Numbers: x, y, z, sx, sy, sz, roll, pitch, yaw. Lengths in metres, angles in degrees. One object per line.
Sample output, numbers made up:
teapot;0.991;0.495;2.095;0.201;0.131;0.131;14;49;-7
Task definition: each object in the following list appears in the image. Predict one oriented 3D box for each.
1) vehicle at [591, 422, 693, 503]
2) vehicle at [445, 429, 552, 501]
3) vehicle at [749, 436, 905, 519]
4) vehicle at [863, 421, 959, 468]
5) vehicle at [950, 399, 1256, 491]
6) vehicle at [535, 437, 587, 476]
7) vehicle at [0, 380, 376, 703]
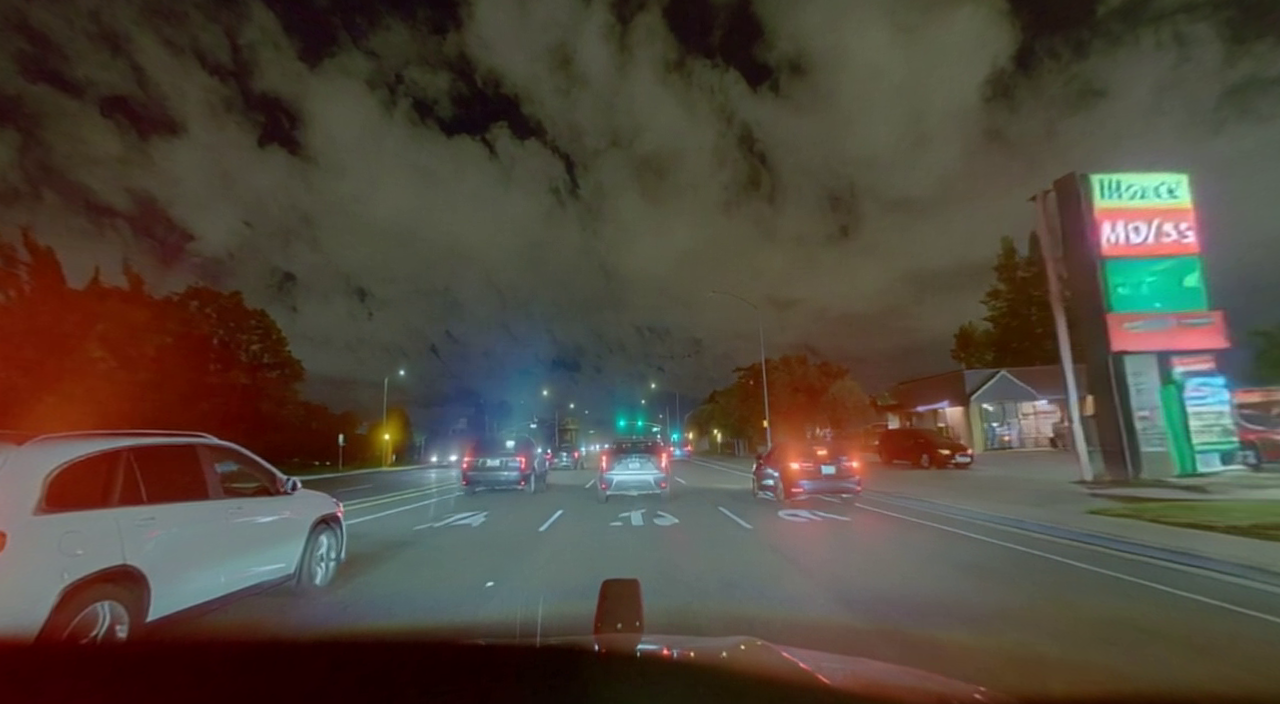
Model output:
vehicle;0.031;2.790;16.348;2.279;1.803;4.254;0;-8;0
vehicle;-3.689;3.024;17.297;1.932;1.695;4.150;0;-8;1
vehicle;3.777;2.602;13.734;1.888;1.456;4.589;0;-8;-2
vehicle;11.882;4.113;28.112;2.102;1.887;4.673;0;-8;-1
vehicle;11.759;2.472;16.593;5.966;1.991;2.353;-8;-11;39
vehicle;-3.581;4.802;29.303;1.871;1.673;3.920;0;-8;0
vehicle;-3.601;1.161;4.322;1.864;1.574;4.031;0;-8;-1
